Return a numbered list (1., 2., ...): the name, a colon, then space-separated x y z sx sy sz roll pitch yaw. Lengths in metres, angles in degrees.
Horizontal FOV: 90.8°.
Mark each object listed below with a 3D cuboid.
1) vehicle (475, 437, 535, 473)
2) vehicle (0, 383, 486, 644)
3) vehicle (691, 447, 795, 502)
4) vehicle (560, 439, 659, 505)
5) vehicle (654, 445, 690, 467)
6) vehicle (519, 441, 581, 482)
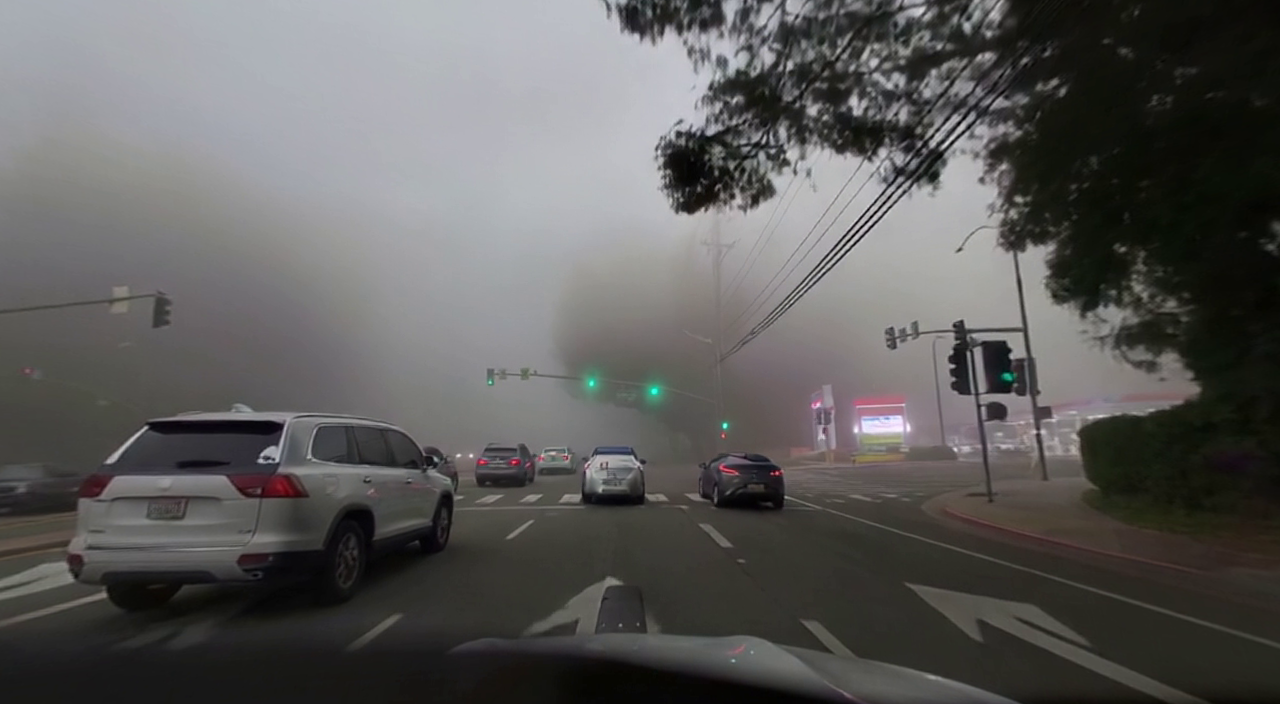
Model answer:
1. vehicle: -7.760 5.986 36.908 2.385 1.918 5.056 0 -8 0
2. vehicle: -3.079 1.354 6.341 1.922 1.642 4.547 0 -8 0
3. vehicle: 2.681 3.301 17.559 2.065 1.302 4.416 0 -8 -1
4. vehicle: -0.734 2.985 16.141 2.189 1.437 4.135 0 -8 -2
5. vehicle: 2.176 7.245 44.176 2.069 1.464 4.599 0 -8 -2
6. vehicle: -3.580 4.442 25.979 1.953 1.530 4.335 0 -8 0
